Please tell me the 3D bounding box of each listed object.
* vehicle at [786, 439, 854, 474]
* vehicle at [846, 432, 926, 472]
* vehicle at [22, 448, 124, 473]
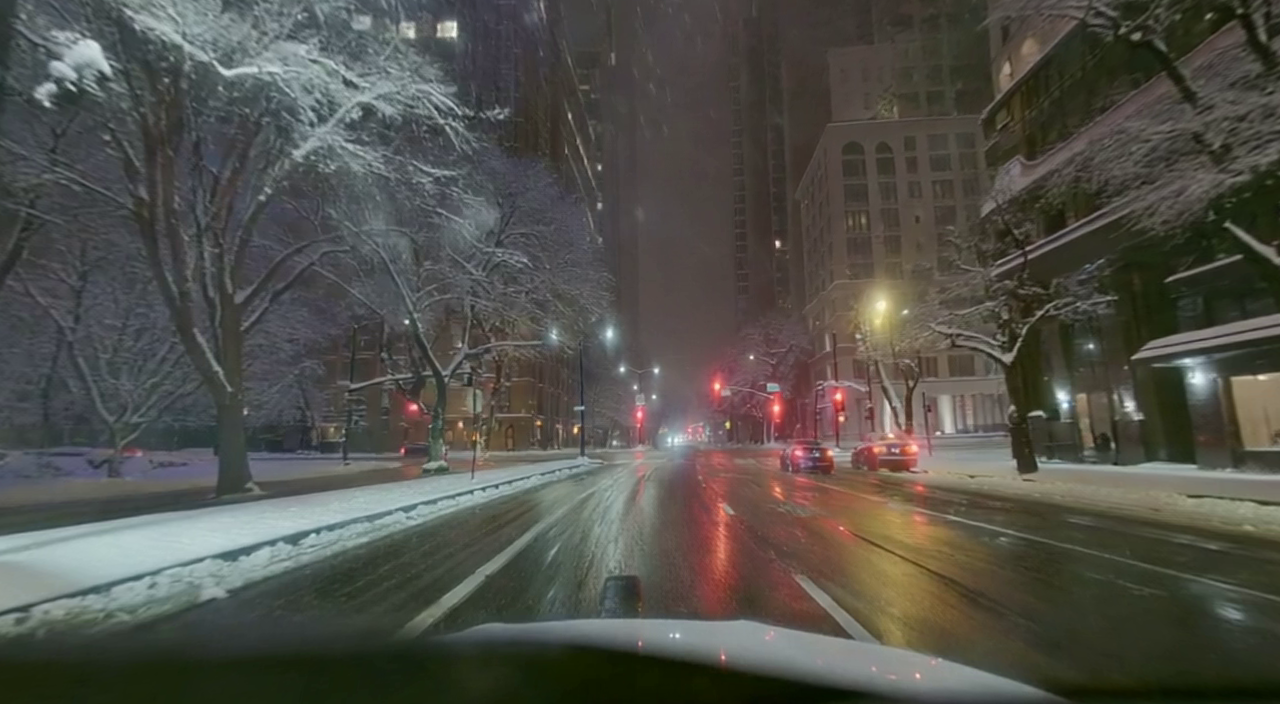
[{"bbox_3d":[8.339,4.897,29.777,1.936,1.489,4.885,-1,-8,2],"label":"vehicle"},{"bbox_3d":[12.019,4.921,31.222,2.027,1.810,4.854,0,-9,1],"label":"vehicle"},{"bbox_3d":[-34.564,6.633,38.587,4.417,1.448,1.907,0,-8,0],"label":"vehicle"}]
